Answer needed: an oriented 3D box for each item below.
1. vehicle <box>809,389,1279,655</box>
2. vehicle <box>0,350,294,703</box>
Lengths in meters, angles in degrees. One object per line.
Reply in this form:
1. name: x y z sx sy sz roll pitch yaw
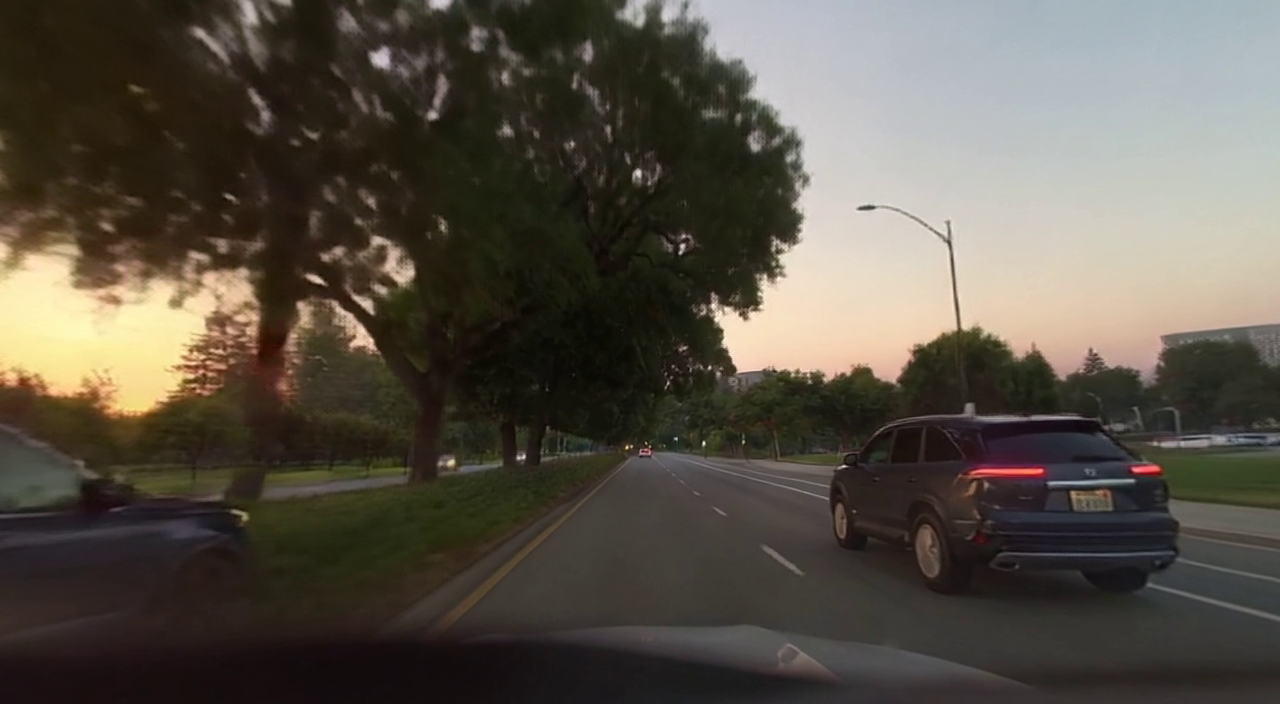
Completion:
1. vehicle: 3.585 1.498 6.759 2.087 1.759 5.040 0 -8 0
2. vehicle: -3.448 0.782 2.154 2.025 1.635 4.293 0 -8 0
